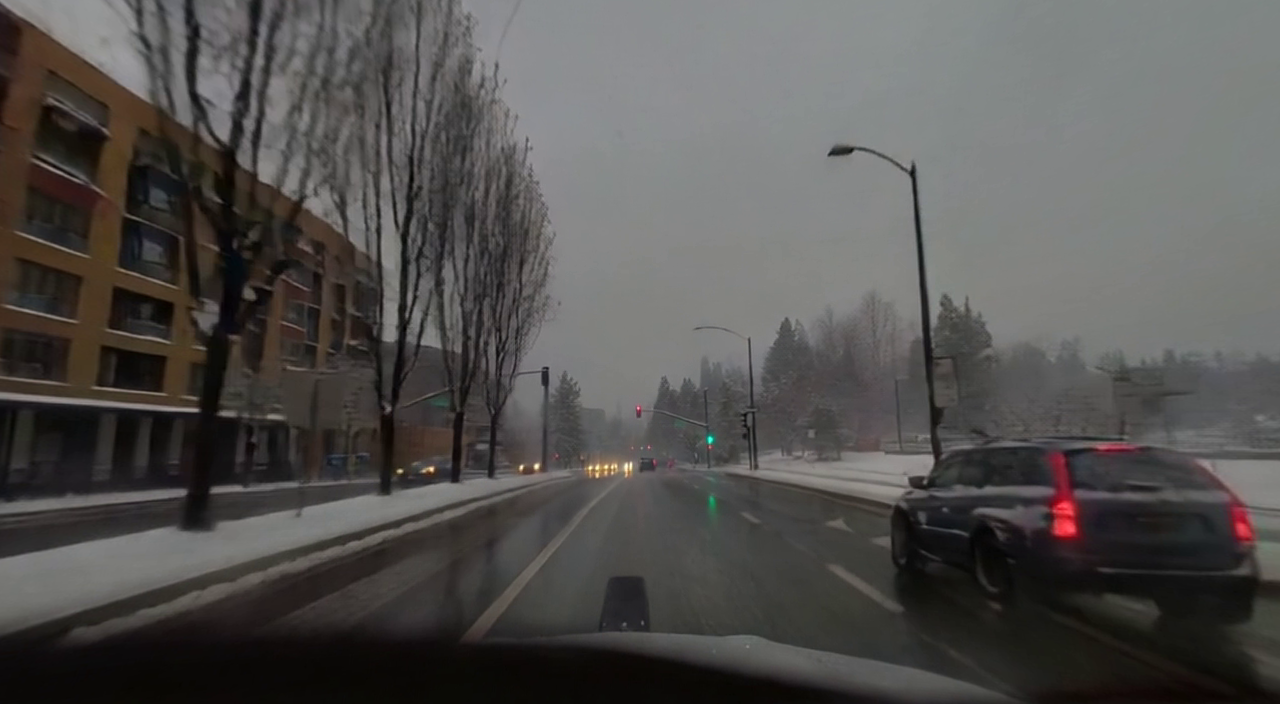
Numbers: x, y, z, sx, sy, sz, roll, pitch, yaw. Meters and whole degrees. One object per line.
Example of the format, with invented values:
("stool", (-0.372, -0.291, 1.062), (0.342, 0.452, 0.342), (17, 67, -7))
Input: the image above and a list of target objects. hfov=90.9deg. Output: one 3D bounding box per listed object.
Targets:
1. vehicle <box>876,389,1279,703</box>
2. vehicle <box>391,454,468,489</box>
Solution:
("vehicle", (3.649, 1.265, 5.075), (1.949, 1.583, 3.996), (0, -9, 0))
("vehicle", (-10.137, 5.770, 30.818), (1.957, 1.482, 4.706), (-1, -9, 2))
